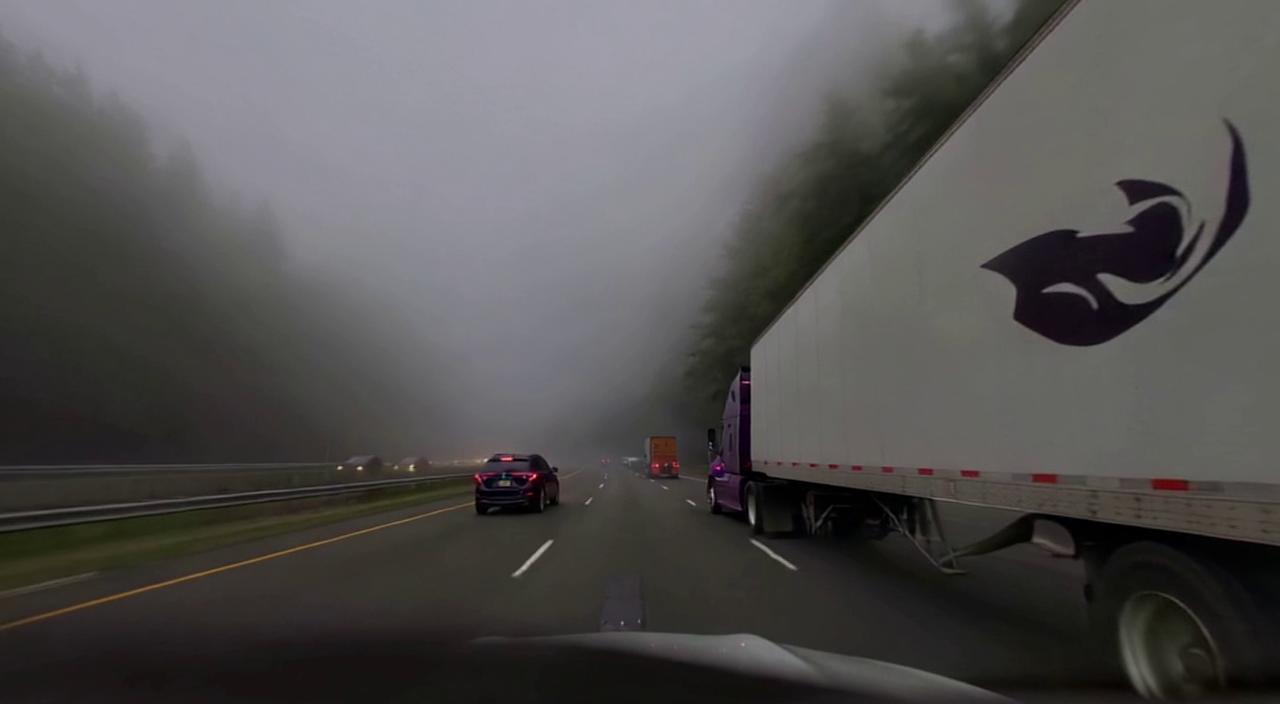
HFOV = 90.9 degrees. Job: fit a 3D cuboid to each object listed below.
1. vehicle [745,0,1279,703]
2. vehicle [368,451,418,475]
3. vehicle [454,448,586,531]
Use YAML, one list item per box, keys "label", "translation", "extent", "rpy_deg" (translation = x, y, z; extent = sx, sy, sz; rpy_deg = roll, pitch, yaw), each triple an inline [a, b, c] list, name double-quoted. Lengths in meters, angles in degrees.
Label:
- label: "vehicle"
  translation: [3.818, 0.598, 6.798]
  extent: [2.856, 4.040, 14.009]
  rpy_deg: [1, -10, -1]
- label: "vehicle"
  translation: [-16.621, 7.537, 42.635]
  extent: [1.797, 1.497, 3.967]
  rpy_deg: [1, -10, -1]
- label: "vehicle"
  translation: [-2.603, 3.183, 15.021]
  extent: [2.010, 1.580, 4.949]
  rpy_deg: [0, -10, 2]
